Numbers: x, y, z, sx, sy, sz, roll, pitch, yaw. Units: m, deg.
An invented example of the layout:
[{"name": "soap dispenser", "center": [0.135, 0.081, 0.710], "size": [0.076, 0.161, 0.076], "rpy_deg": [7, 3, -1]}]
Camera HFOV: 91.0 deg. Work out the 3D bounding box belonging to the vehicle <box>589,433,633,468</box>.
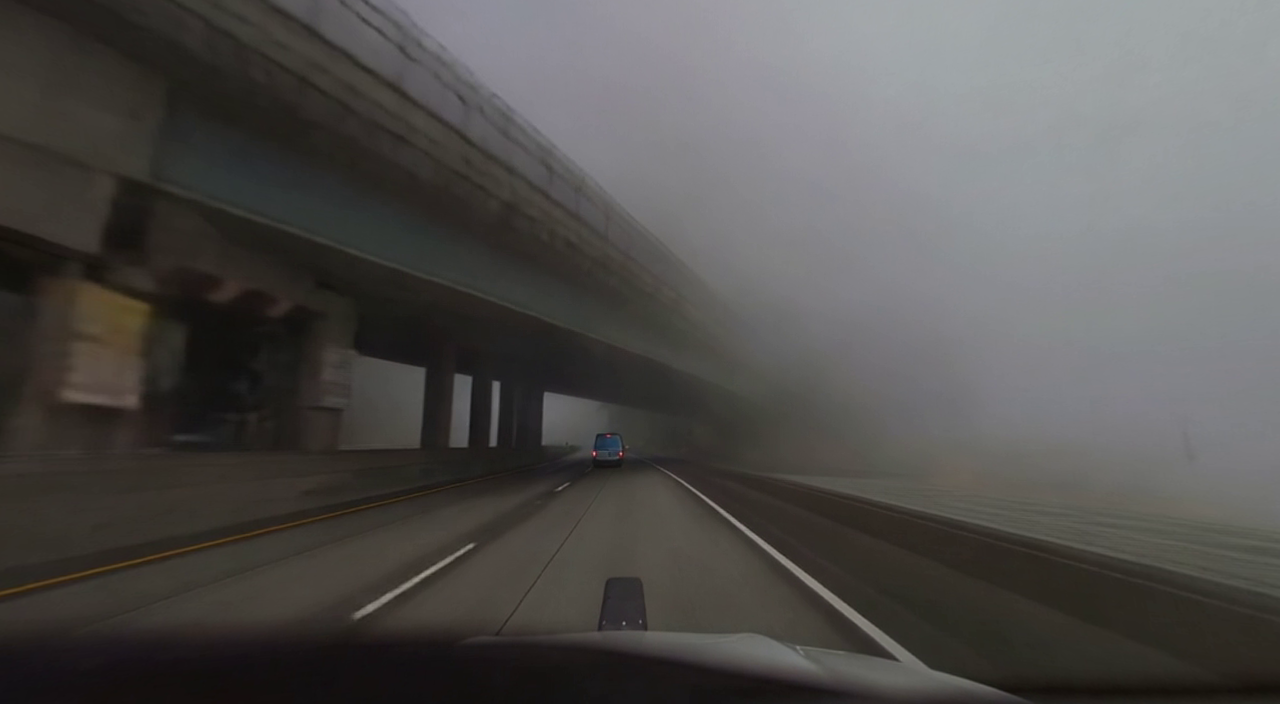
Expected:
[{"name": "vehicle", "center": [-1.660, 5.779, 36.945], "size": [2.372, 1.891, 5.061], "rpy_deg": [0, -8, -2]}]
